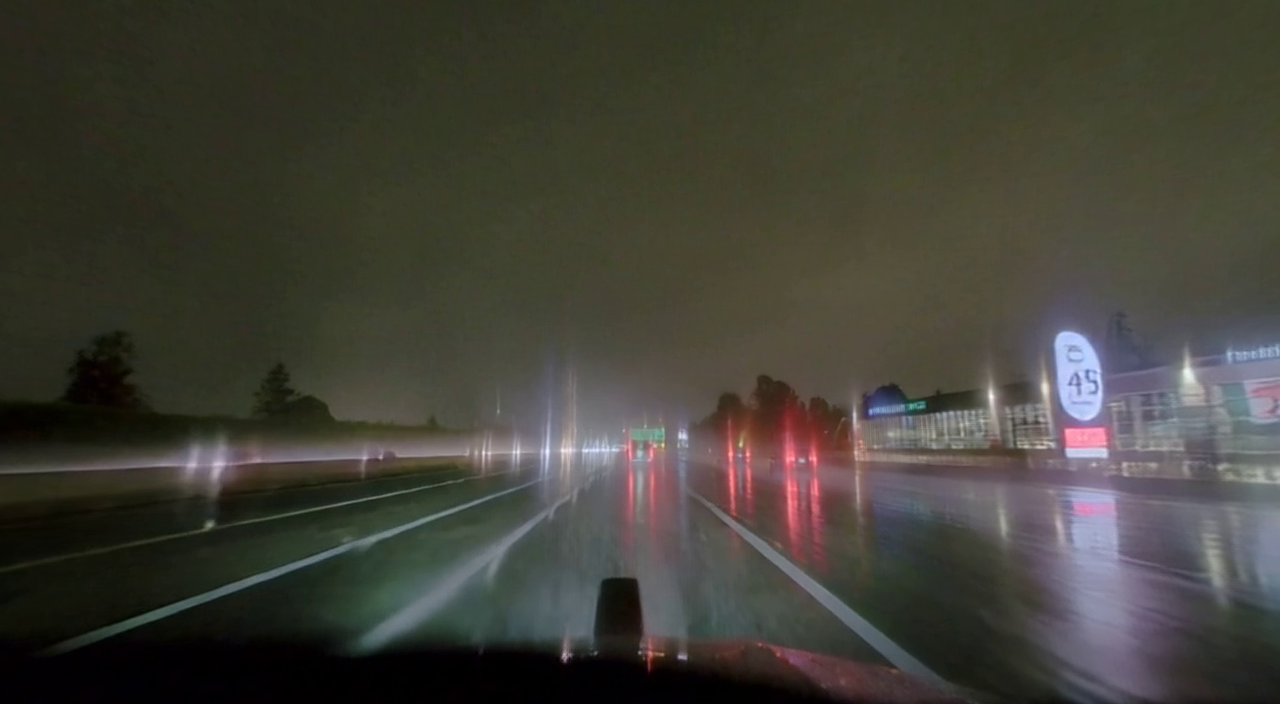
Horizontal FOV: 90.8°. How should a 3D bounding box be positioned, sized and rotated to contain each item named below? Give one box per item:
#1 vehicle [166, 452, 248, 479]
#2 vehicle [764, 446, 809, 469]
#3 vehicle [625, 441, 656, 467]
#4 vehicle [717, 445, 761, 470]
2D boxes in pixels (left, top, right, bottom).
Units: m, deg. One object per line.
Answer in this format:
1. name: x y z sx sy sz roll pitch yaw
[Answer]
1. vehicle: -25.483 6.680 37.413 1.735 1.385 4.495 0 -8 -1
2. vehicle: 10.152 7.333 44.094 1.953 1.473 4.512 0 -8 -2
3. vehicle: -0.031 7.518 46.548 2.154 1.786 5.045 0 -8 -2
4. vehicle: 6.284 6.751 40.529 1.976 1.477 4.448 0 -9 -2
